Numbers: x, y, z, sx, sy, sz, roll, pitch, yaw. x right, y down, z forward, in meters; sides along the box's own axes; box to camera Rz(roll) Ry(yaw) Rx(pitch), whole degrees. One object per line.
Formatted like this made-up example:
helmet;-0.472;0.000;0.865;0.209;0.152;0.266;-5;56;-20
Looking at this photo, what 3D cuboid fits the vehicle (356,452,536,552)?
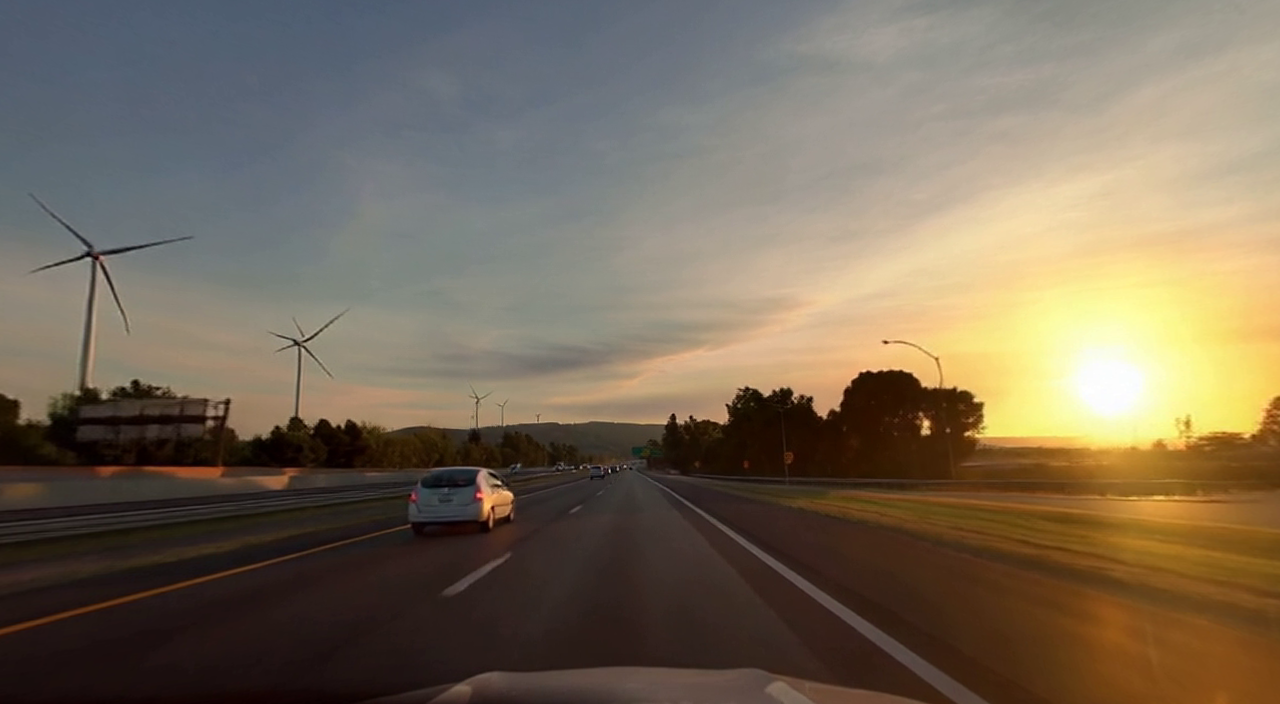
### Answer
vehicle;-3.351;2.710;11.827;2.001;1.486;4.104;1;-11;1
